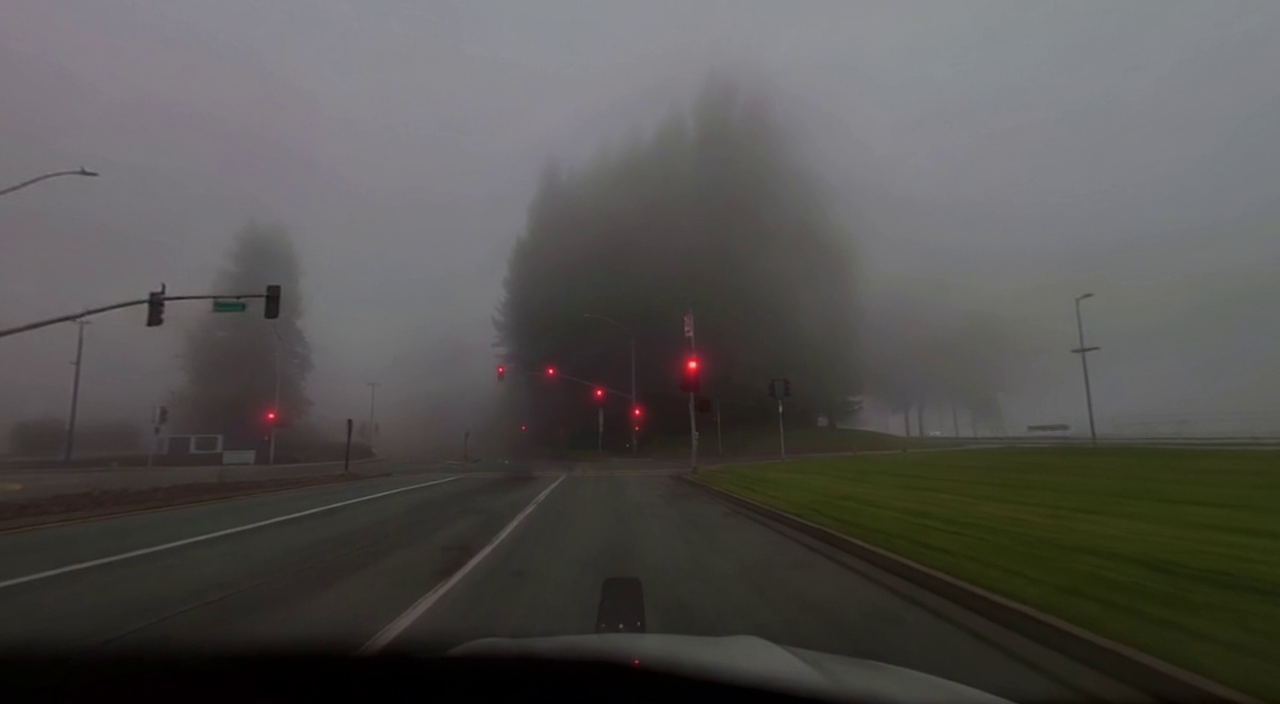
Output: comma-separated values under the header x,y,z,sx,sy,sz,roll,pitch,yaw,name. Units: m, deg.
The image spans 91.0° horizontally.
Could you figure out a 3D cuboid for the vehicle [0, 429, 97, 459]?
x,y,z,sx,sy,sz,roll,pitch,yaw,name
-42.667,6.691,45.500,2.119,2.013,5.475,1,-9,-4,vehicle
